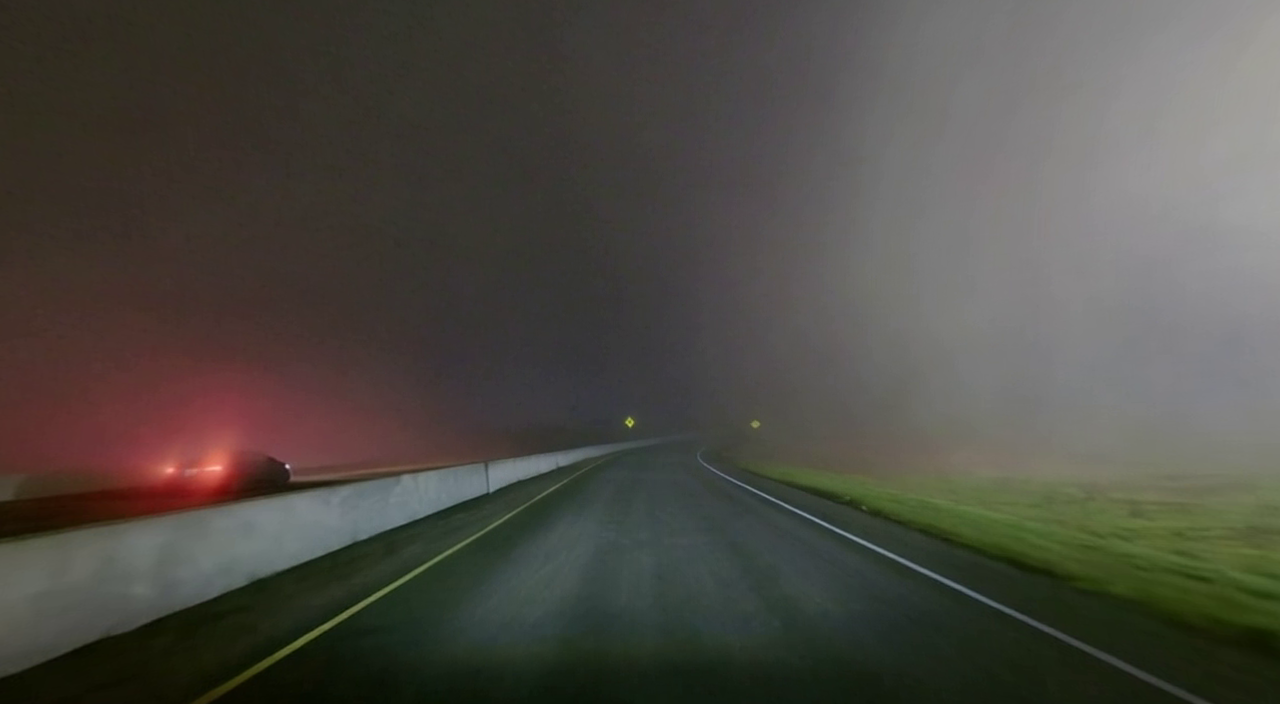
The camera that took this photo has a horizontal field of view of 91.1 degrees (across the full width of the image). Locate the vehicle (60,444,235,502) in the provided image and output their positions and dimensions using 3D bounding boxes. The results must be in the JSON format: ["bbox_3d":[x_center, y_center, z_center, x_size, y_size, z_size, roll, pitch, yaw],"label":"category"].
[{"bbox_3d":[-14.351,3.497,18.696,1.895,1.451,4.168,0,-8,-1],"label":"vehicle"}]
